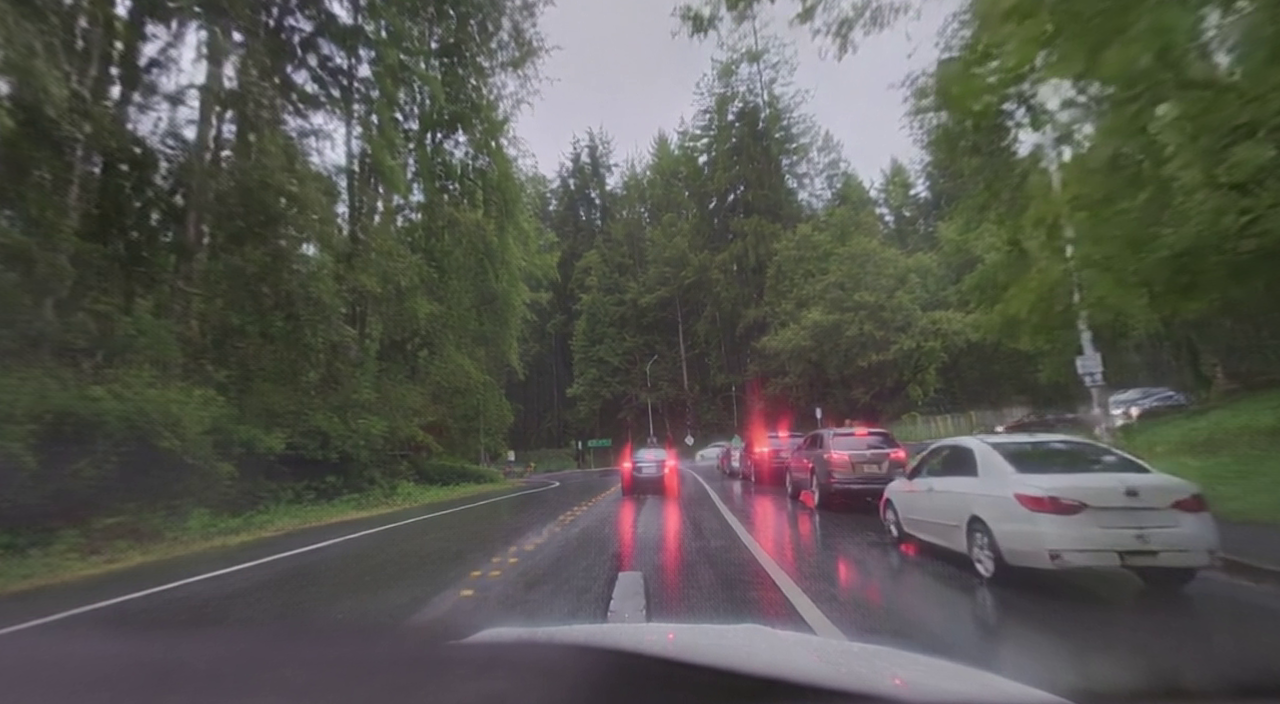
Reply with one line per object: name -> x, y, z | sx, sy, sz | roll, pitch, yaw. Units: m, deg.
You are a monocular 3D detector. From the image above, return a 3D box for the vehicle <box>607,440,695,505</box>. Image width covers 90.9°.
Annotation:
vehicle -> 0.310, 3.158, 16.975 | 2.078, 1.521, 4.058 | 0, -8, 2

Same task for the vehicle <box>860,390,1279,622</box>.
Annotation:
vehicle -> 4.248, 1.489, 7.074 | 1.969, 1.738, 4.515 | 0, -8, 1

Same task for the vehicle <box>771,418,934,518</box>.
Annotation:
vehicle -> 4.390, 2.469, 13.930 | 2.093, 1.822, 4.483 | 0, -8, 1
